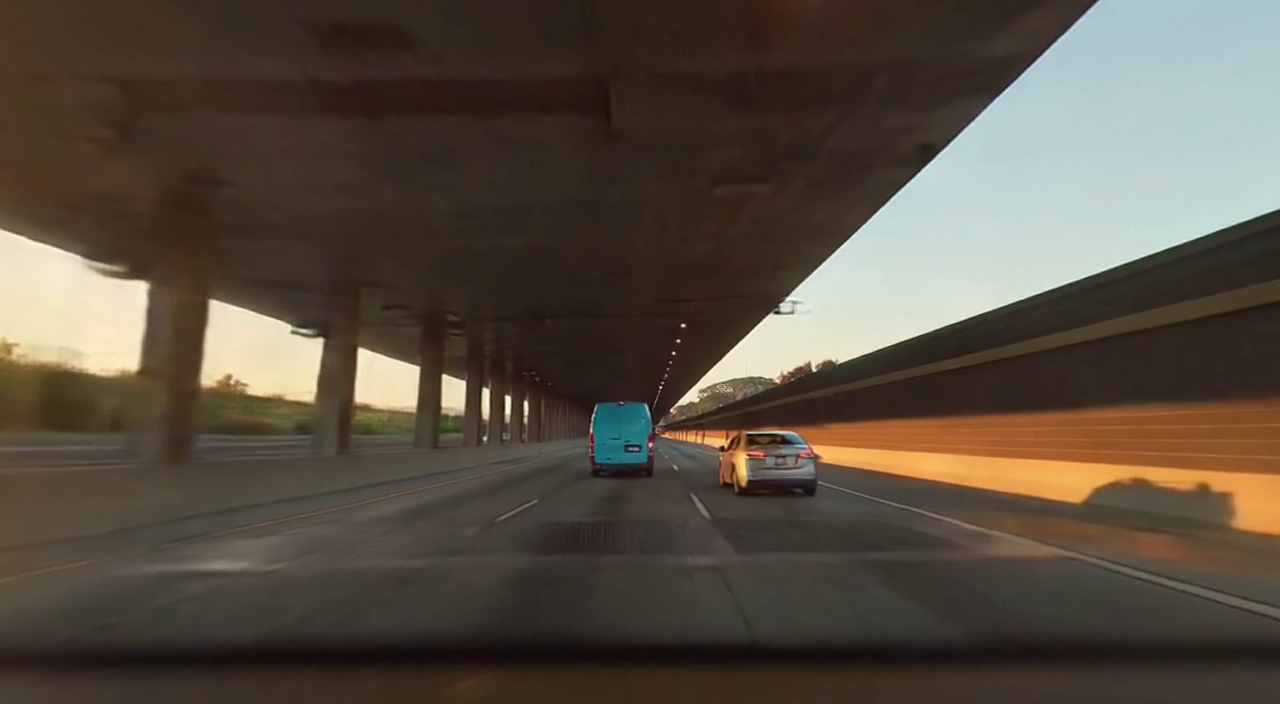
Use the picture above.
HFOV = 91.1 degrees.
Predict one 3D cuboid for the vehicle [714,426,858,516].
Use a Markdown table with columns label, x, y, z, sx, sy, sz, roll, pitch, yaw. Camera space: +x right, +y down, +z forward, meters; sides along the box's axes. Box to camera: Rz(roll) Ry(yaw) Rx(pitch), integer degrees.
| label | x | y | z | sx | sy | sz | roll | pitch | yaw |
| --- | --- | --- | --- | --- | --- | --- | --- | --- | --- |
| vehicle | 2.779 | 2.353 | 13.019 | 2.095 | 1.553 | 4.069 | -1 | -8 | 2 |

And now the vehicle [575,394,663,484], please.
| label | x | y | z | sx | sy | sz | roll | pitch | yaw |
| --- | --- | --- | --- | --- | --- | --- | --- | --- | --- |
| vehicle | -0.491 | 2.768 | 20.038 | 2.404 | 2.459 | 5.229 | -1 | -8 | 2 |
